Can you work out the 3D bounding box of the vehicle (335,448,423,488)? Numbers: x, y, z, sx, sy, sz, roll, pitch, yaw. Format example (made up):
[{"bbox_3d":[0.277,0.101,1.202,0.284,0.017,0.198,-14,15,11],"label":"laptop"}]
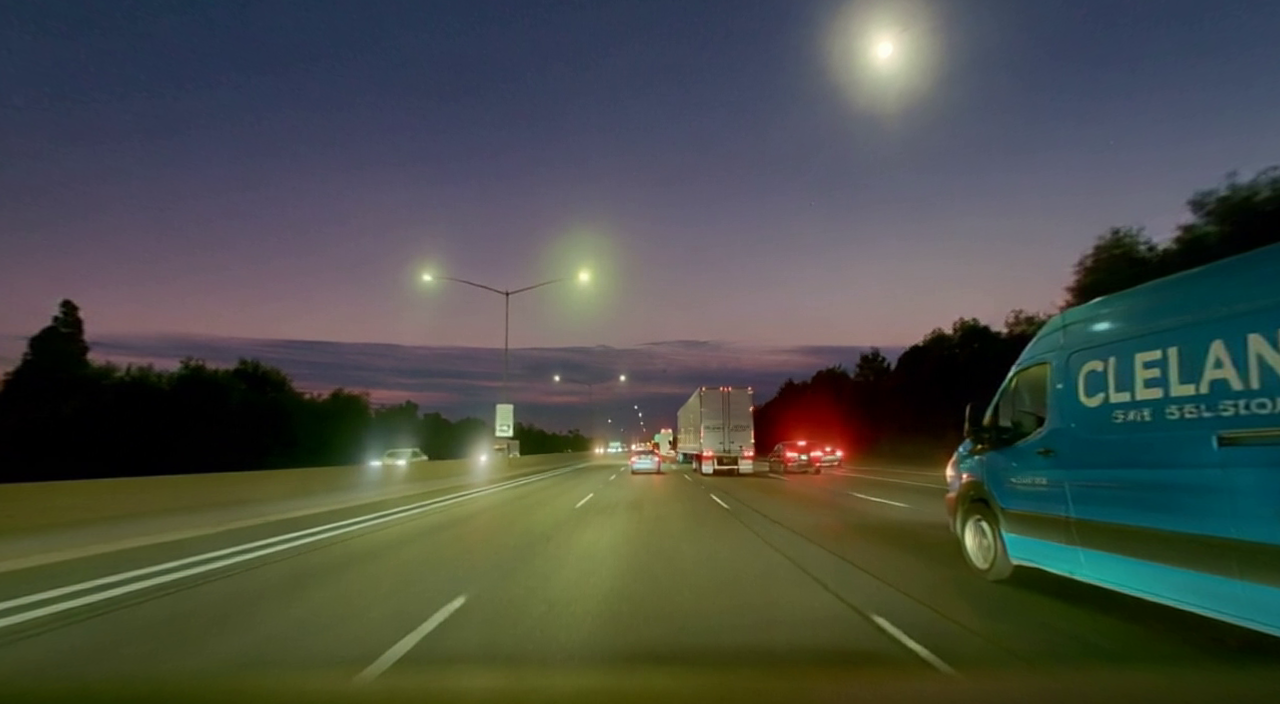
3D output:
[{"bbox_3d":[-11.874,5.284,29.073,2.058,1.678,4.584,0,-9,1],"label":"vehicle"}]

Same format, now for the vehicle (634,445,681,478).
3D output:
[{"bbox_3d":[0.776,5.184,30.143,2.063,1.469,4.208,0,-9,-1],"label":"vehicle"}]

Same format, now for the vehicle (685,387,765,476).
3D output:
[{"bbox_3d":[4.347,4.612,35.424,2.821,4.077,12.562,0,-9,0],"label":"vehicle"}]

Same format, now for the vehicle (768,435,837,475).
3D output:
[{"bbox_3d":[7.839,5.030,30.941,2.144,1.769,4.540,0,-9,-1],"label":"vehicle"}]

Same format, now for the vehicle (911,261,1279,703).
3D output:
[{"bbox_3d":[3.790,0.711,2.936,2.441,2.017,5.739,0,-9,0],"label":"vehicle"}]
